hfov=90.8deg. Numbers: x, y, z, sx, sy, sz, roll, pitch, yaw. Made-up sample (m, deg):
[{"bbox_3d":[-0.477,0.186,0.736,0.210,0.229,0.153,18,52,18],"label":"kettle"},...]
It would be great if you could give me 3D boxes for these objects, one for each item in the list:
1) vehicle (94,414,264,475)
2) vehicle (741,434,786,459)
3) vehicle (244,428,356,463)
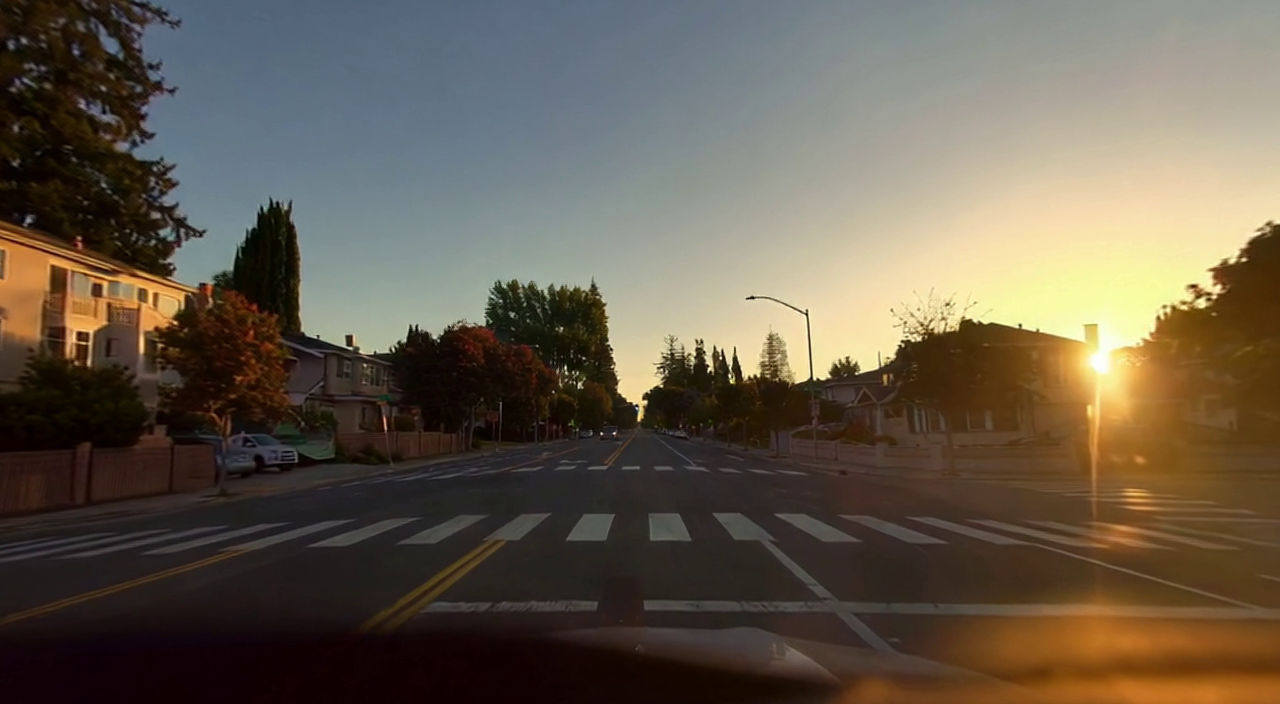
[{"bbox_3d":[-17.939,3.622,24.814,4.800,2.259,2.303,0,-9,0],"label":"vehicle"},{"bbox_3d":[7.996,6.167,41.273,2.029,1.554,4.705,0,-9,1],"label":"vehicle"},{"bbox_3d":[-17.961,4.950,33.496,4.743,1.734,1.994,0,-9,0],"label":"vehicle"}]
